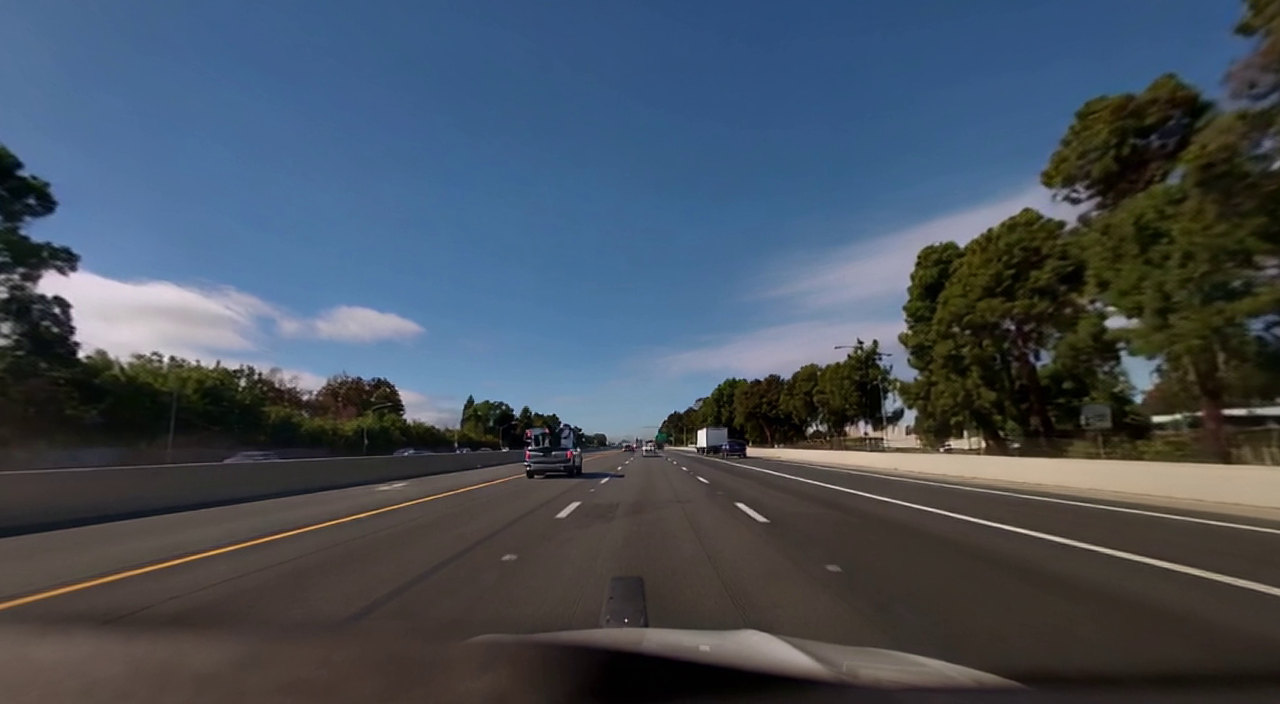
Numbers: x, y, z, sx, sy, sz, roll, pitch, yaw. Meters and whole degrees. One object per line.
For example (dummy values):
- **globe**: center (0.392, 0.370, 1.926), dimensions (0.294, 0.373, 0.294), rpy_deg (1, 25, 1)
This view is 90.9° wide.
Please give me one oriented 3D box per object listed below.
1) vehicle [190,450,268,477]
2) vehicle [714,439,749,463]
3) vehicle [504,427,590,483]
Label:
- **vehicle**: center (-28.634, 7.758, 44.151), dimensions (2.000, 1.741, 5.092), rpy_deg (0, -8, 1)
- **vehicle**: center (6.813, 7.438, 47.477), dimensions (2.063, 1.706, 4.259), rpy_deg (0, -8, 1)
- **vehicle**: center (-3.513, 4.034, 24.992), dimensions (2.453, 1.952, 5.320), rpy_deg (0, -8, 2)
